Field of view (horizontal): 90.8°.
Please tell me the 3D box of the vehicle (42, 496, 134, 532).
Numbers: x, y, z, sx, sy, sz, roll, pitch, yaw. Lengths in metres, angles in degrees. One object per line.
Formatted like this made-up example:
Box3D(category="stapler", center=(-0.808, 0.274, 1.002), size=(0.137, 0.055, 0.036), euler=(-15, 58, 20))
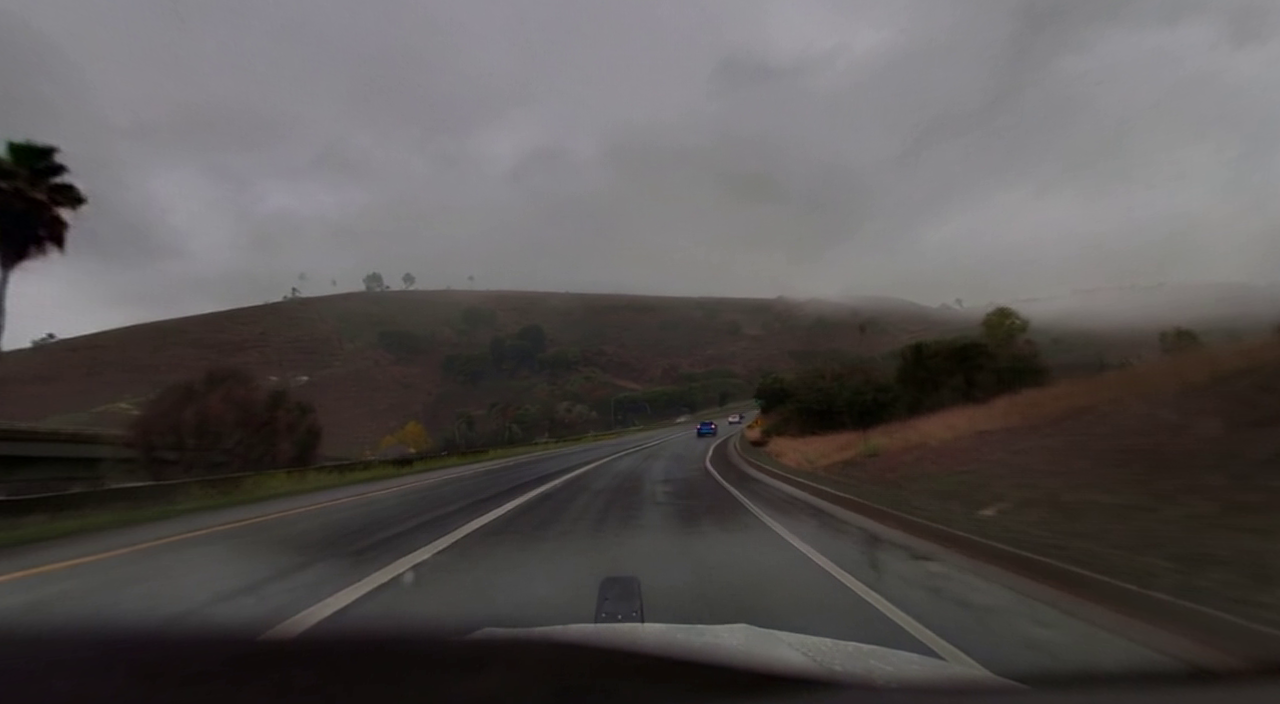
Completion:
Box3D(category="vehicle", center=(-35.252, 10.333, 40.538), size=(1.996, 1.752, 4.503), euler=(-1, -9, -3))
